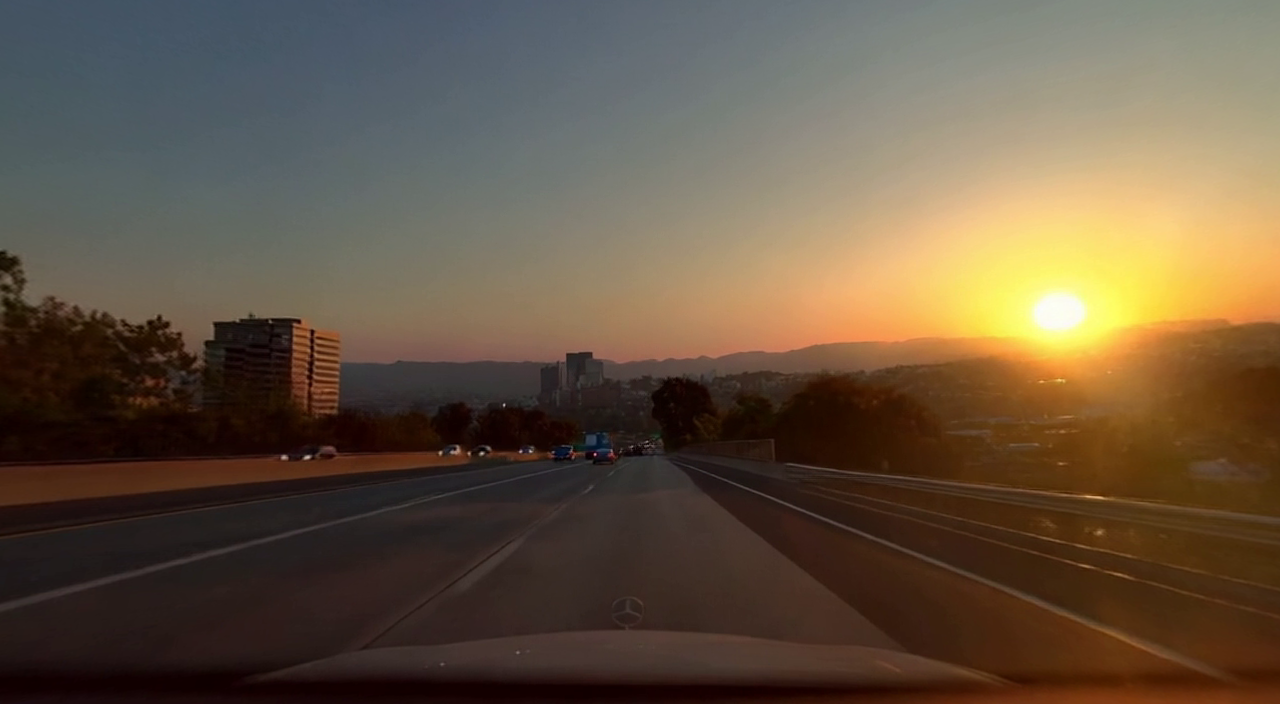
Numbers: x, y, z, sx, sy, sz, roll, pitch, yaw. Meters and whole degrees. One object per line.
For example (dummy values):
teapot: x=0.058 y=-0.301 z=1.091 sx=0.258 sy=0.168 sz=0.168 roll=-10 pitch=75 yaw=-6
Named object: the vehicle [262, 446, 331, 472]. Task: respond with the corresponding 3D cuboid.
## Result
vehicle: x=-22.331 y=6.933 z=41.183 sx=1.900 sy=1.555 sz=4.339 roll=0 pitch=-8 yaw=2
